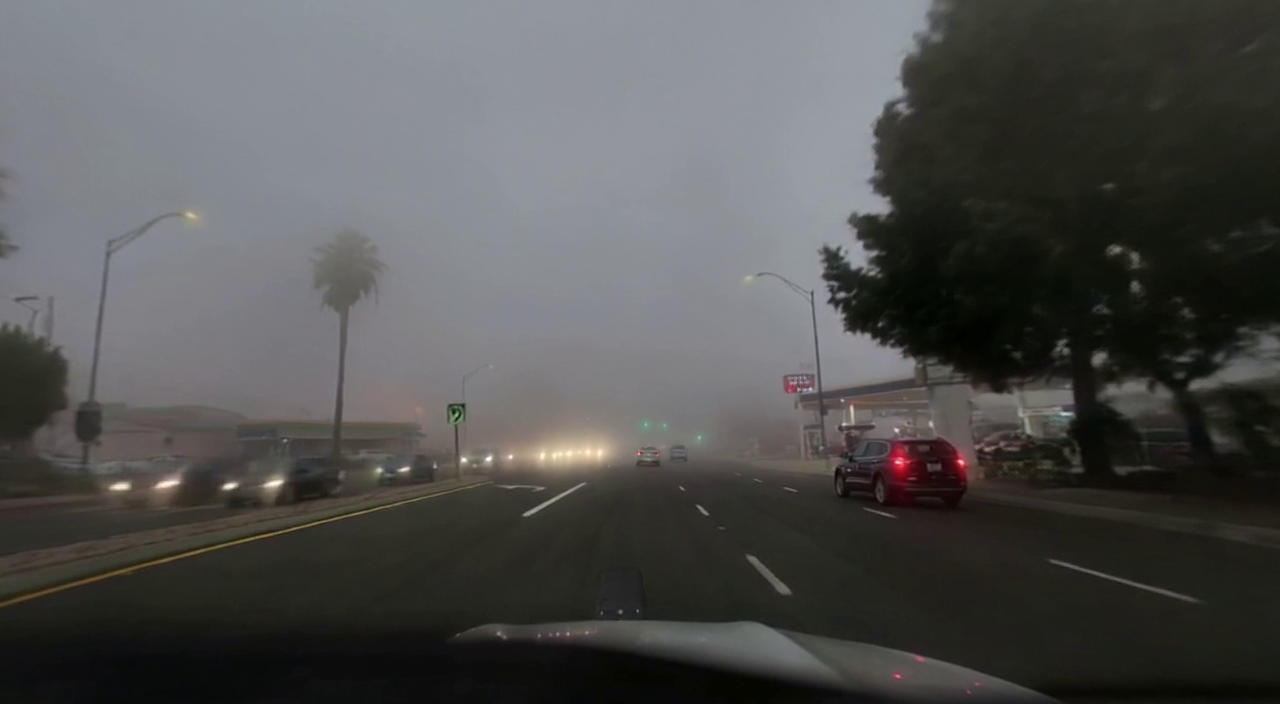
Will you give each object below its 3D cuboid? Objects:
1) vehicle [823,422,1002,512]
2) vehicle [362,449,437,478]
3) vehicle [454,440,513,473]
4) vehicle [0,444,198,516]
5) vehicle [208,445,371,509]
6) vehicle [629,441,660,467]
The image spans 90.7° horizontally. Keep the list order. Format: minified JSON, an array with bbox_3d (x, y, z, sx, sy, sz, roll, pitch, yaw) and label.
[{"bbox_3d":[6.262,2.715,15.375,2.066,1.807,4.893,0,-9,-1],"label":"vehicle"},{"bbox_3d":[-13.546,6.286,36.023,2.098,1.478,4.928,-1,-9,4],"label":"vehicle"},{"bbox_3d":[-9.118,6.105,37.298,2.042,1.782,4.919,-1,-9,2],"label":"vehicle"},{"bbox_3d":[-16.312,3.691,18.921,2.183,1.814,5.403,-1,-9,1],"label":"vehicle"},{"bbox_3d":[-9.242,3.288,17.181,1.891,1.473,4.297,0,-9,1],"label":"vehicle"},{"bbox_3d":[0.348,7.508,46.749,2.177,1.754,3.815,0,-9,1],"label":"vehicle"}]
